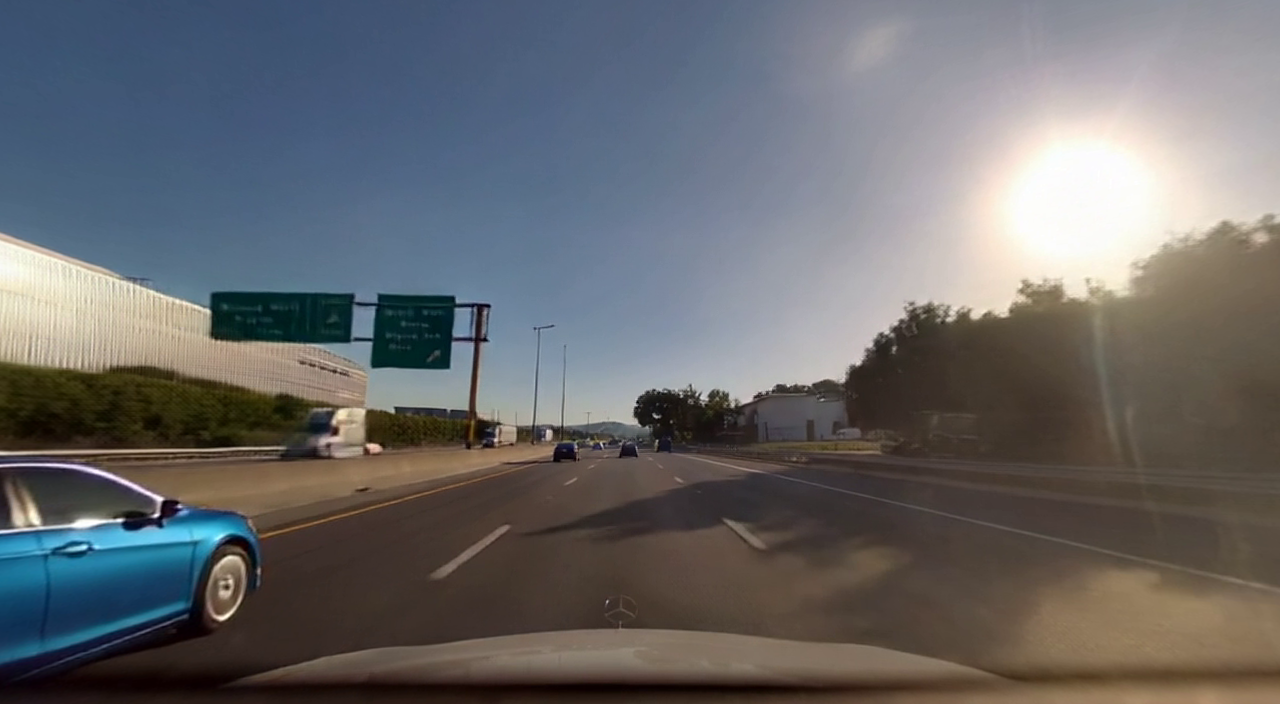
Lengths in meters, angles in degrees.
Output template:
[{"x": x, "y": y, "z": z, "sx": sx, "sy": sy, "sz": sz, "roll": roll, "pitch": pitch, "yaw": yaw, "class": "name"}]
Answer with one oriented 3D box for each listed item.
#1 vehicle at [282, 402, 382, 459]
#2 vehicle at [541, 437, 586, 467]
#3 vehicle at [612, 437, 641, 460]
[{"x": -17.754, "y": 4.655, "z": 36.777, "sx": 2.463, "sy": 3.000, "sz": 6.804, "roll": 0, "pitch": -8, "yaw": -1, "class": "vehicle"}, {"x": -4.483, "y": 5.928, "z": 37.374, "sx": 2.271, "sy": 1.626, "sz": 4.463, "roll": 0, "pitch": -8, "yaw": -2, "class": "vehicle"}, {"x": -1.105, "y": 7.658, "z": 49.825, "sx": 2.196, "sy": 1.699, "sz": 4.499, "roll": 0, "pitch": -8, "yaw": -1, "class": "vehicle"}]
